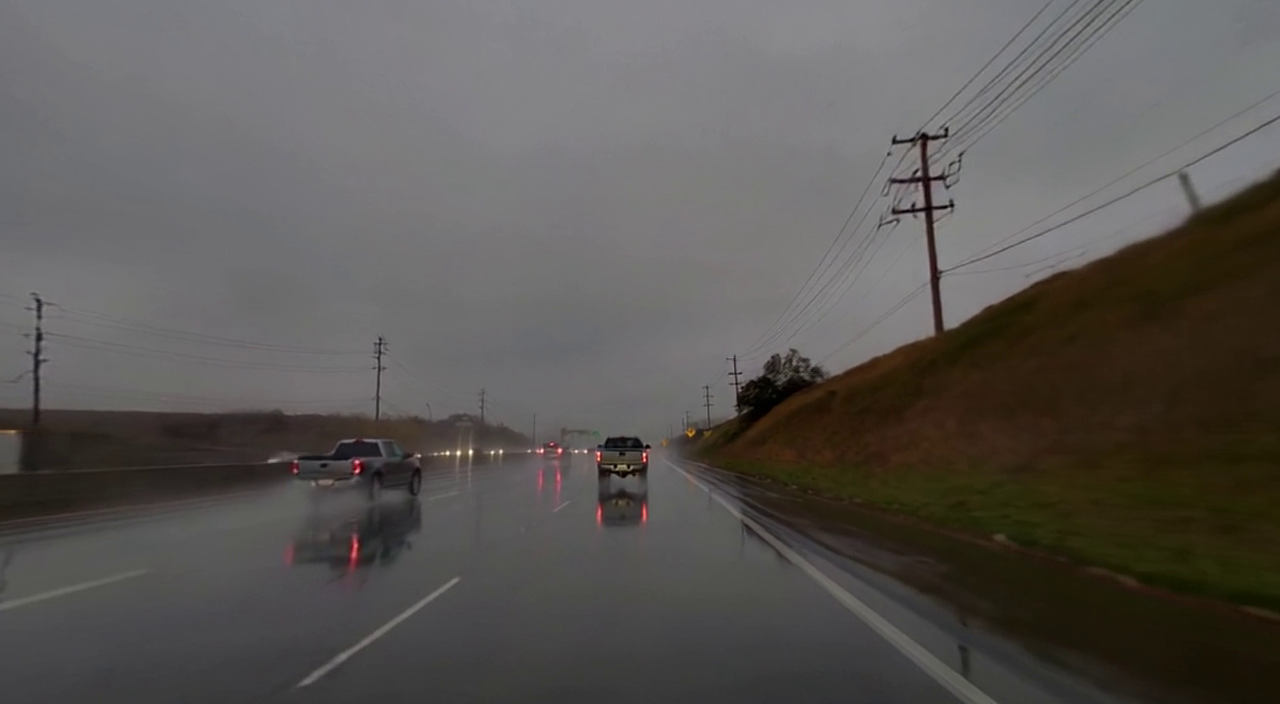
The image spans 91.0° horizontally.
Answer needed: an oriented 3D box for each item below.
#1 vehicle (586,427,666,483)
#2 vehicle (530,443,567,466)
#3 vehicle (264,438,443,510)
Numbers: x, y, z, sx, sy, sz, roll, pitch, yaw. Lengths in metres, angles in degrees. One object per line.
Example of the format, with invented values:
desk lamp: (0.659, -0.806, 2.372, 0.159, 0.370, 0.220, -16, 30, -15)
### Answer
vehicle: (-0.532, 4.315, 26.651, 2.972, 2.087, 6.126, 0, -8, 0)
vehicle: (-6.996, 7.860, 48.478, 2.055, 1.618, 4.457, 0, -8, 1)
vehicle: (-7.143, 3.085, 16.520, 2.189, 1.553, 5.202, 0, -8, 1)
